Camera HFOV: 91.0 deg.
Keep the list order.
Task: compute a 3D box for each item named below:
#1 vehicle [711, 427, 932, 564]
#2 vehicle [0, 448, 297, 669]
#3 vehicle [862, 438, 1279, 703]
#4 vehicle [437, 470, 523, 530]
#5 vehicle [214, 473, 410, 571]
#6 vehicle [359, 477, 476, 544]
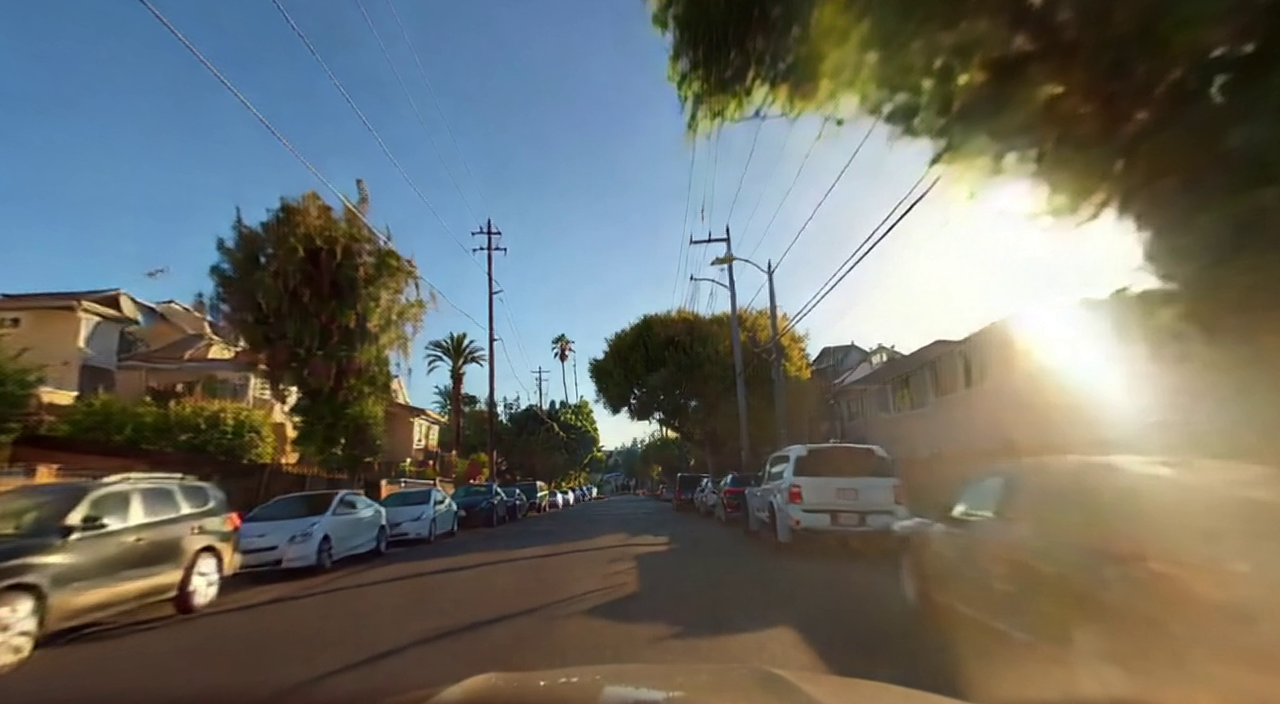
[{"bbox_3d":[2.969,2.526,12.199,2.268,1.953,6.124,0,-9,-2],"label":"vehicle"},{"bbox_3d":[-6.483,2.103,7.656,1.933,1.824,5.142,0,-8,-3],"label":"vehicle"},{"bbox_3d":[3.070,1.321,4.094,1.756,1.455,3.965,0,-9,-1],"label":"vehicle"},{"bbox_3d":[-6.209,5.791,25.169,2.349,1.952,4.848,0,-8,-3],"label":"vehicle"},{"bbox_3d":[-6.550,3.399,13.273,1.841,1.491,4.525,0,-9,-2],"label":"vehicle"},{"bbox_3d":[-6.345,4.546,18.547,1.874,1.449,4.622,0,-8,-2],"label":"vehicle"}]
